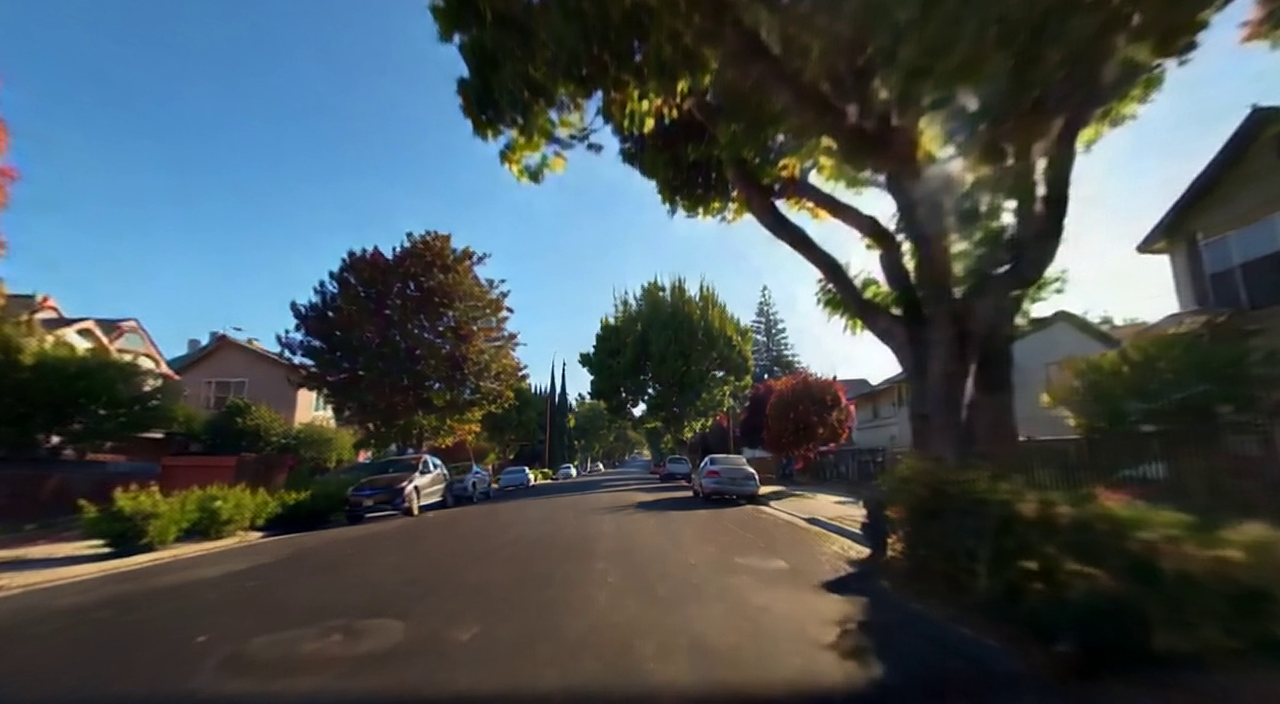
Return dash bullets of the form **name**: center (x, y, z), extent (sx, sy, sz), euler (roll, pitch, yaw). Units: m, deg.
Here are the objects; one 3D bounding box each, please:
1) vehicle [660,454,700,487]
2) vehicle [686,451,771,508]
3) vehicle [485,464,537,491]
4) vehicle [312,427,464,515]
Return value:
- **vehicle**: center (2.494, 7.590, 40.554), extent (2.262, 1.870, 4.948), euler (0, -8, 0)
- **vehicle**: center (2.800, 4.151, 21.025), extent (2.050, 1.598, 4.590), euler (0, -8, -1)
- **vehicle**: center (-7.614, 7.502, 37.522), extent (2.071, 1.481, 4.425), euler (0, -11, 1)
- **vehicle**: center (-7.266, 3.752, 19.066), extent (2.408, 2.201, 5.646), euler (-1, -14, -2)
